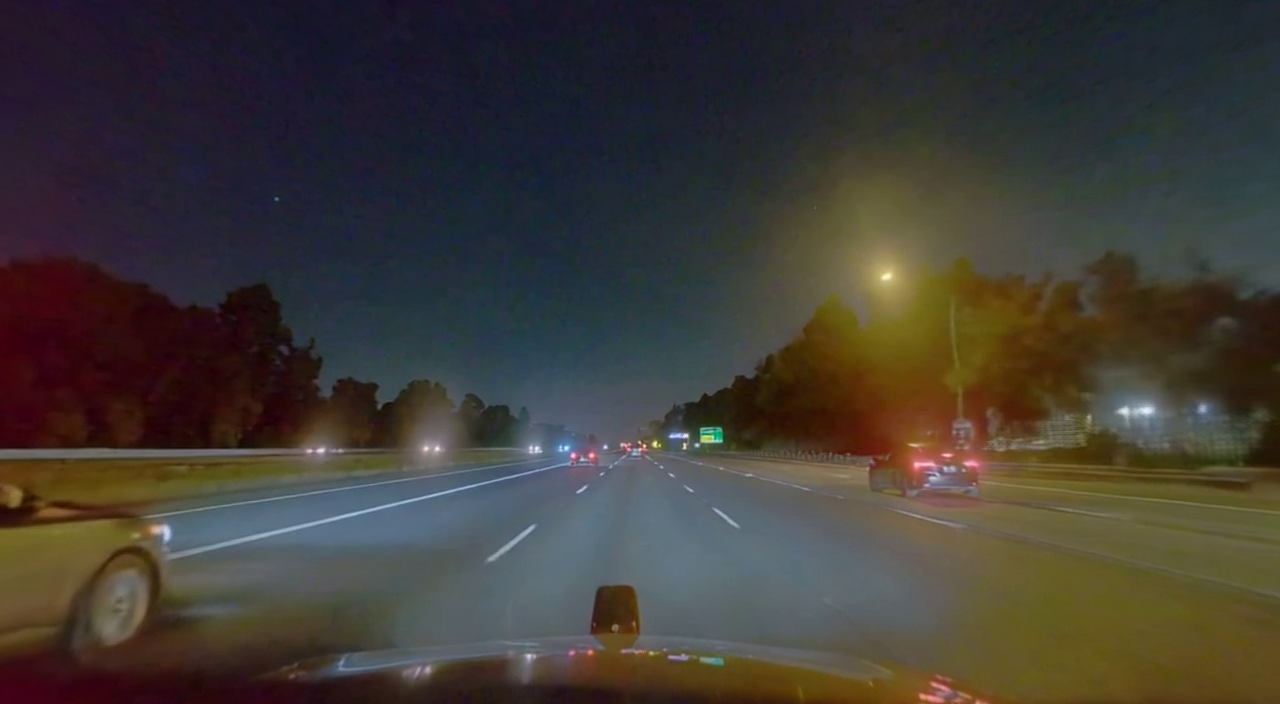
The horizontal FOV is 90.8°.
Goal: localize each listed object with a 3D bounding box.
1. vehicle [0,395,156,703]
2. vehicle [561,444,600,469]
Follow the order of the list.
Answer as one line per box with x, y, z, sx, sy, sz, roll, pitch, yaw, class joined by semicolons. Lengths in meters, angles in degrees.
-3.948;0.731;1.225;2.187;1.527;4.849;0;-8;0;vehicle
-3.925;7.000;42.471;2.140;1.574;4.946;0;-8;0;vehicle
